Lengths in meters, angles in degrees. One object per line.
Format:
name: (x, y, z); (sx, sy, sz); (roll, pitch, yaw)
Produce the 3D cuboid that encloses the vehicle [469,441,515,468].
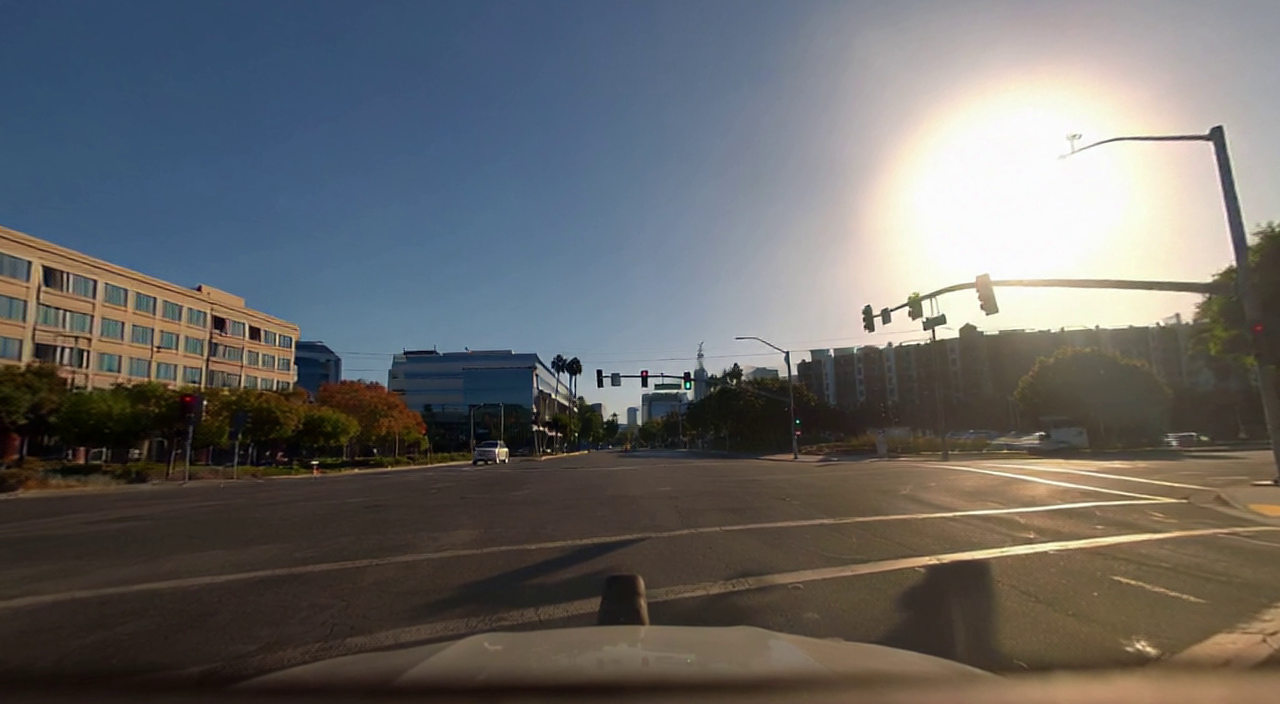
vehicle: (-9.732, 6.773, 41.947); (1.988, 1.692, 4.412); (0, -8, 0)
